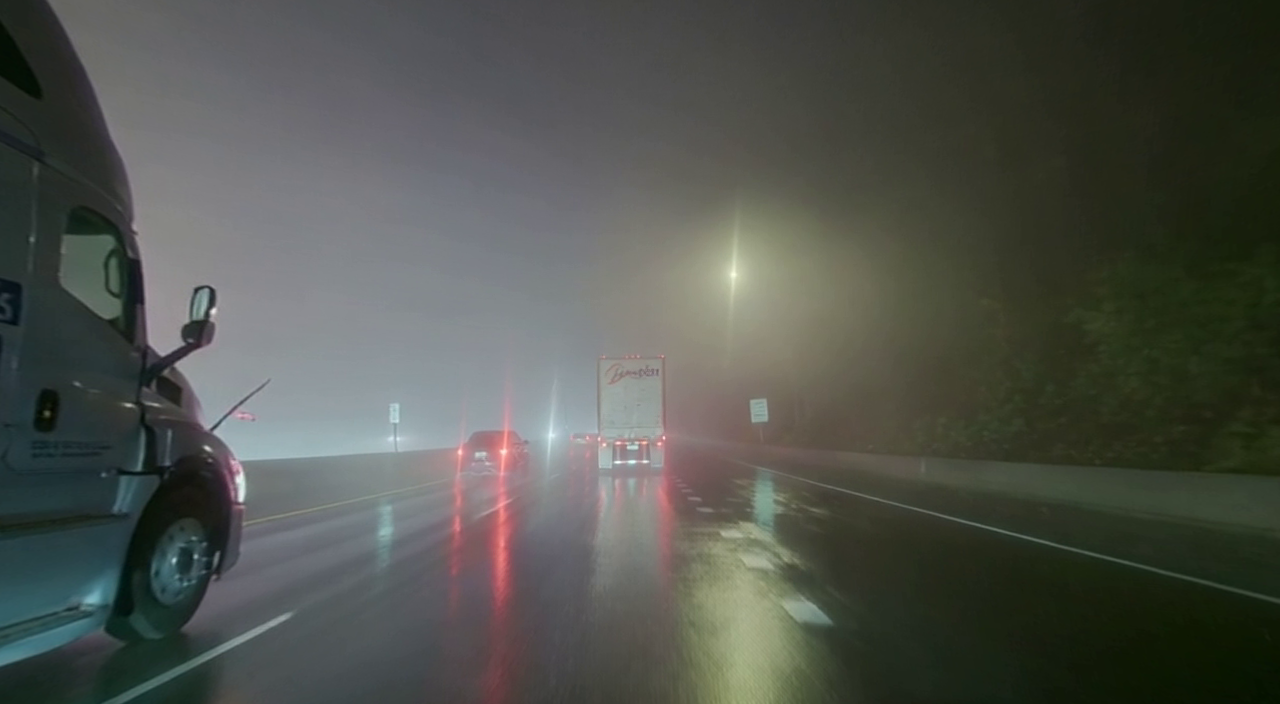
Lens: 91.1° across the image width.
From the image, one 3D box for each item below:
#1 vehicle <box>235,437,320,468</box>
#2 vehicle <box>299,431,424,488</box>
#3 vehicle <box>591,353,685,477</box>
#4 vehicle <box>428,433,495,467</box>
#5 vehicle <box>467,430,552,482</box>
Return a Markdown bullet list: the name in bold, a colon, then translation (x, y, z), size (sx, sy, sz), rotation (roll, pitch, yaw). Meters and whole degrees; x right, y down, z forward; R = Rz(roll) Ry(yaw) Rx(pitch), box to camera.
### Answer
- **vehicle**: translation (-19.590, 5.419, 34.217), size (1.923, 1.506, 4.408), rotation (0, -8, 1)
- **vehicle**: translation (-8.131, 3.136, 18.821), size (1.943, 1.500, 4.011), rotation (0, -8, -1)
- **vehicle**: translation (-0.214, 2.789, 26.299), size (3.118, 4.106, 10.719), rotation (0, -8, -2)
- **vehicle**: translation (-8.603, 4.745, 30.795), size (1.976, 1.510, 4.604), rotation (0, -8, -1)
- **vehicle**: translation (-4.094, 3.309, 20.383), size (1.933, 1.492, 3.838), rotation (0, -8, 0)
